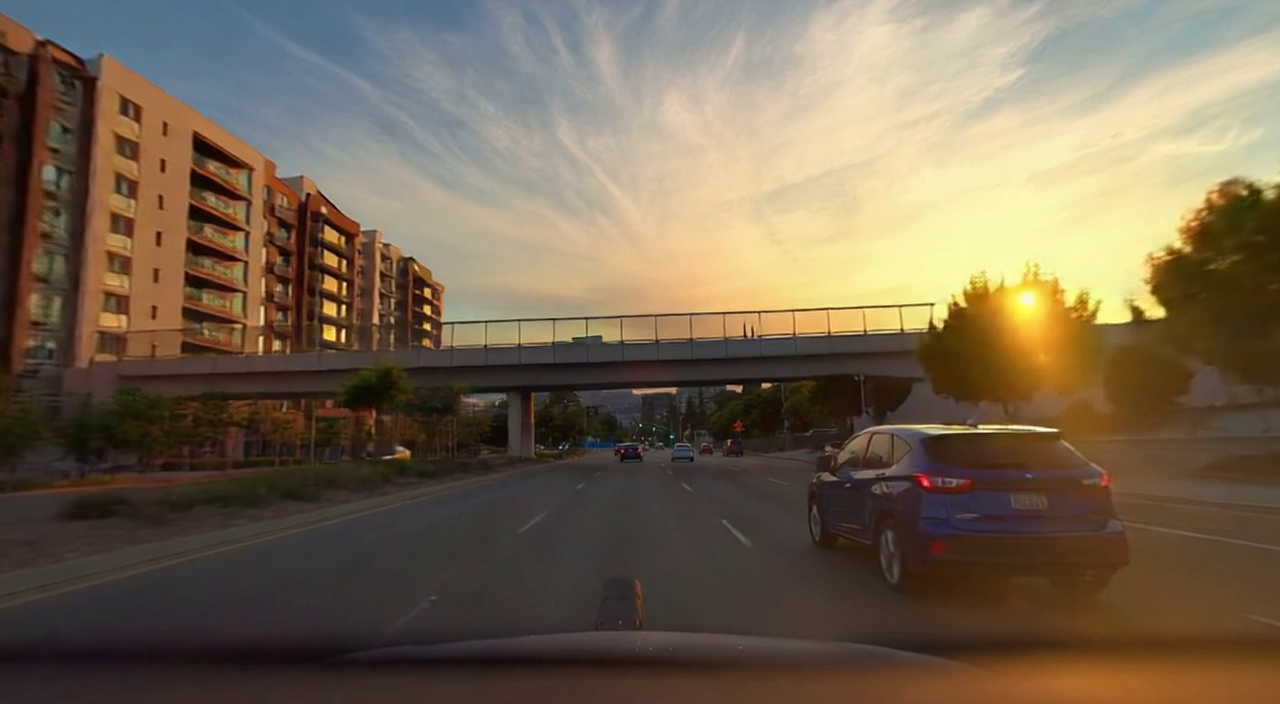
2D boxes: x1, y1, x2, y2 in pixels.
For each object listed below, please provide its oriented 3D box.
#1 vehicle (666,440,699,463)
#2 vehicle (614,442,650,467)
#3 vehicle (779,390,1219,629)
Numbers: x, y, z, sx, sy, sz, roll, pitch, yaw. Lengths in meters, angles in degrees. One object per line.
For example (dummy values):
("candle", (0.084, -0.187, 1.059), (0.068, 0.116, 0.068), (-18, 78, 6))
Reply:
("vehicle", (3.195, 7.542, 48.008), (2.165, 1.708, 3.928), (0, -8, -2))
("vehicle", (-0.484, 6.542, 40.628), (2.173, 1.498, 4.528), (0, -8, 1))
("vehicle", (3.153, 1.494, 7.036), (2.130, 1.741, 4.665), (0, -8, 0))
